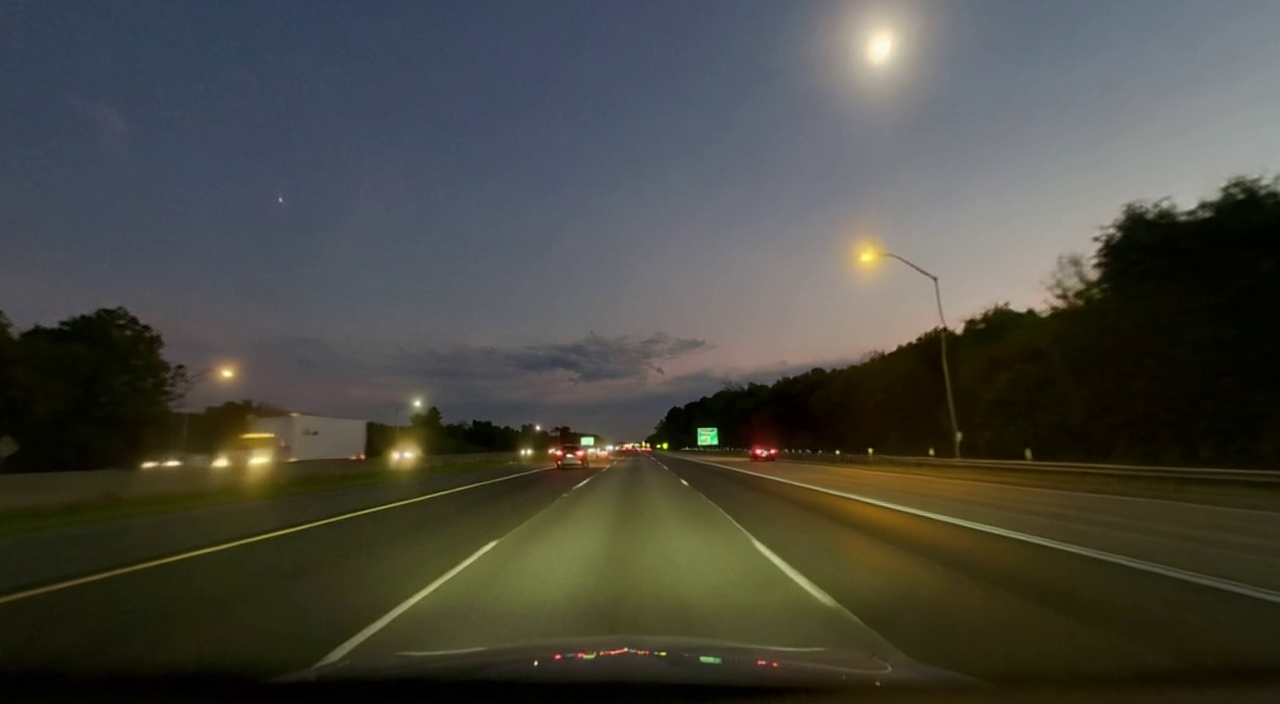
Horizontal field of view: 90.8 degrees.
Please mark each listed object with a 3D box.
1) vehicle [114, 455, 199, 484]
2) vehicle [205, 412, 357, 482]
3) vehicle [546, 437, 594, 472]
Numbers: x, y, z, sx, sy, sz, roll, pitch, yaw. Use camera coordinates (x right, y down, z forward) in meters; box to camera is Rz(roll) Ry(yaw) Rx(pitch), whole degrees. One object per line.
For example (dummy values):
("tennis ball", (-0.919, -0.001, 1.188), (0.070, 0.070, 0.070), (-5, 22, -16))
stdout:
("vehicle", (-32.841, 7.969, 43.102), (2.044, 1.790, 4.666), (0, -9, -1))
("vehicle", (-21.525, 5.887, 39.096), (3.040, 3.719, 10.791), (0, -9, 0))
("vehicle", (-3.776, 5.653, 34.905), (2.114, 1.774, 4.427), (0, -9, 0))
